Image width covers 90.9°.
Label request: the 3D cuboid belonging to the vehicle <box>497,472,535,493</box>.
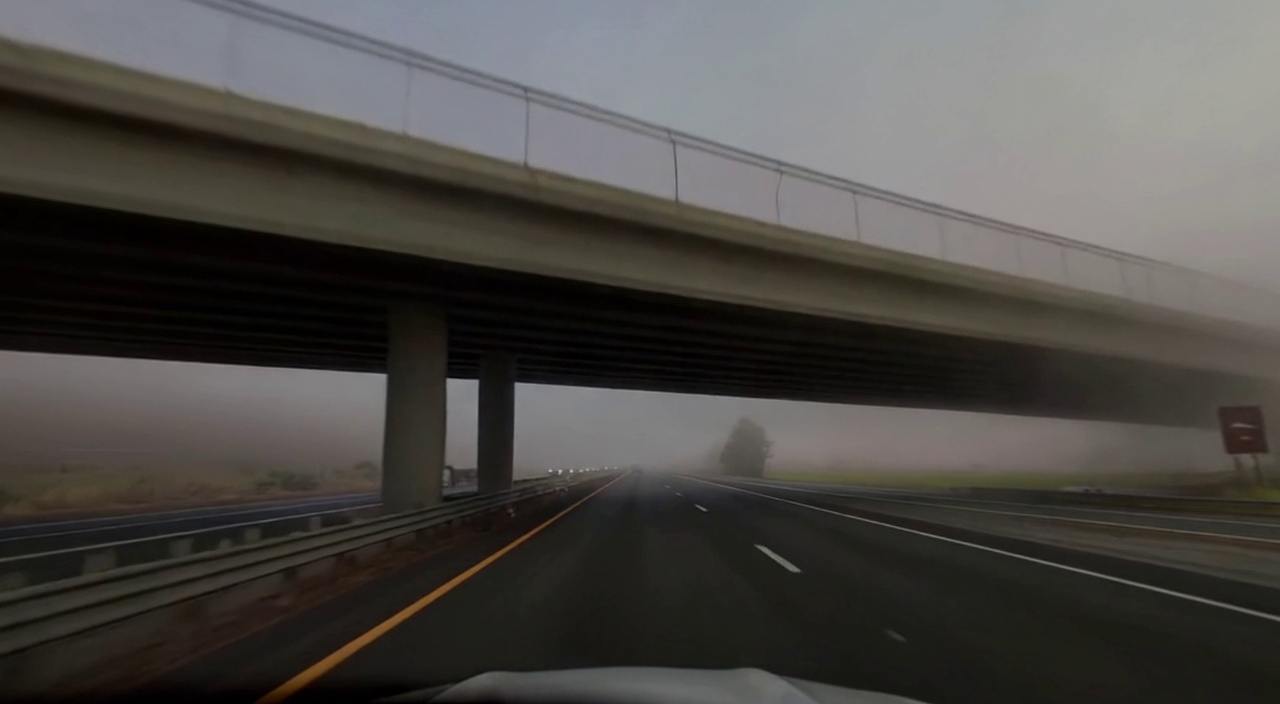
[{"bbox_3d":[-8.697,9.165,44.427,1.755,1.379,3.676,0,-10,2],"label":"vehicle"}]
